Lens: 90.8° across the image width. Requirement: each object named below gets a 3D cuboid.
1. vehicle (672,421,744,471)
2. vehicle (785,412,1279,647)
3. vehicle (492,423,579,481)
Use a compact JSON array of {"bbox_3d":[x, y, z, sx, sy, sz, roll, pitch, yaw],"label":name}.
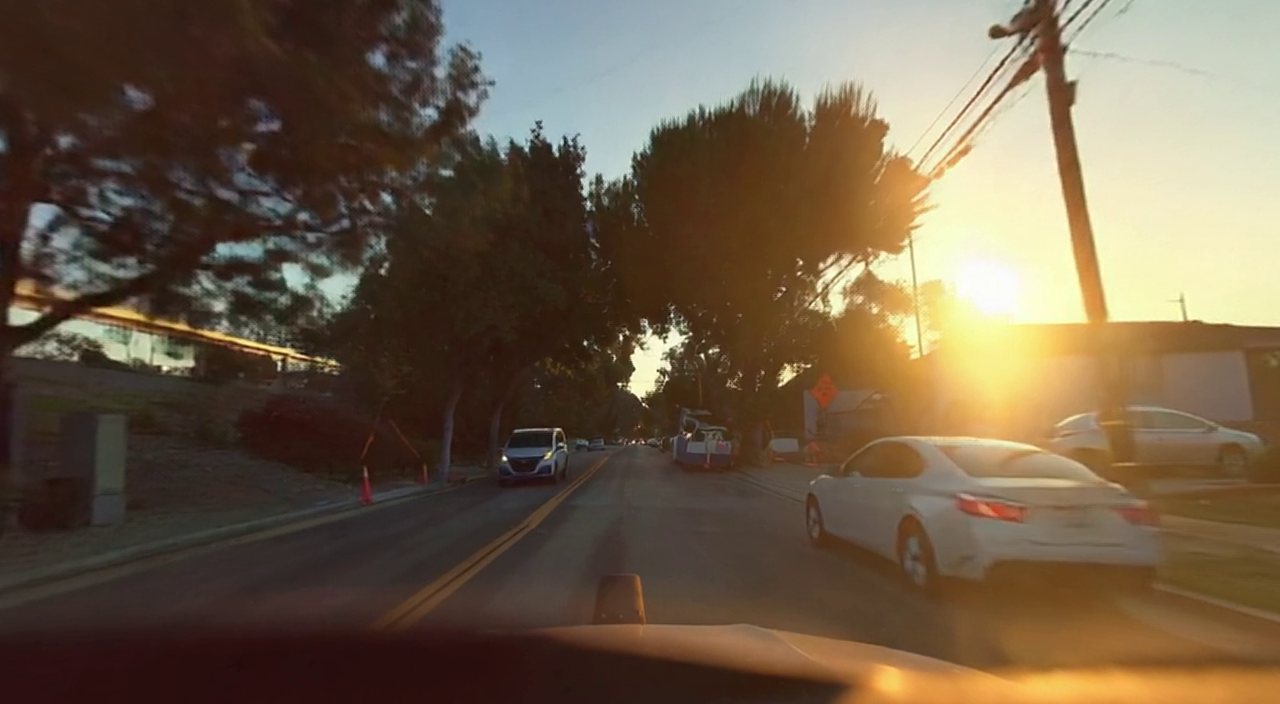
[{"bbox_3d":[3.066,4.469,30.026,2.759,2.114,6.152,0,-9,0],"label":"vehicle"},{"bbox_3d":[3.152,1.493,6.475,2.006,1.482,4.722,0,-9,-3],"label":"vehicle"},{"bbox_3d":[-3.777,3.766,23.986,2.358,1.921,5.675,0,-9,0],"label":"vehicle"}]
